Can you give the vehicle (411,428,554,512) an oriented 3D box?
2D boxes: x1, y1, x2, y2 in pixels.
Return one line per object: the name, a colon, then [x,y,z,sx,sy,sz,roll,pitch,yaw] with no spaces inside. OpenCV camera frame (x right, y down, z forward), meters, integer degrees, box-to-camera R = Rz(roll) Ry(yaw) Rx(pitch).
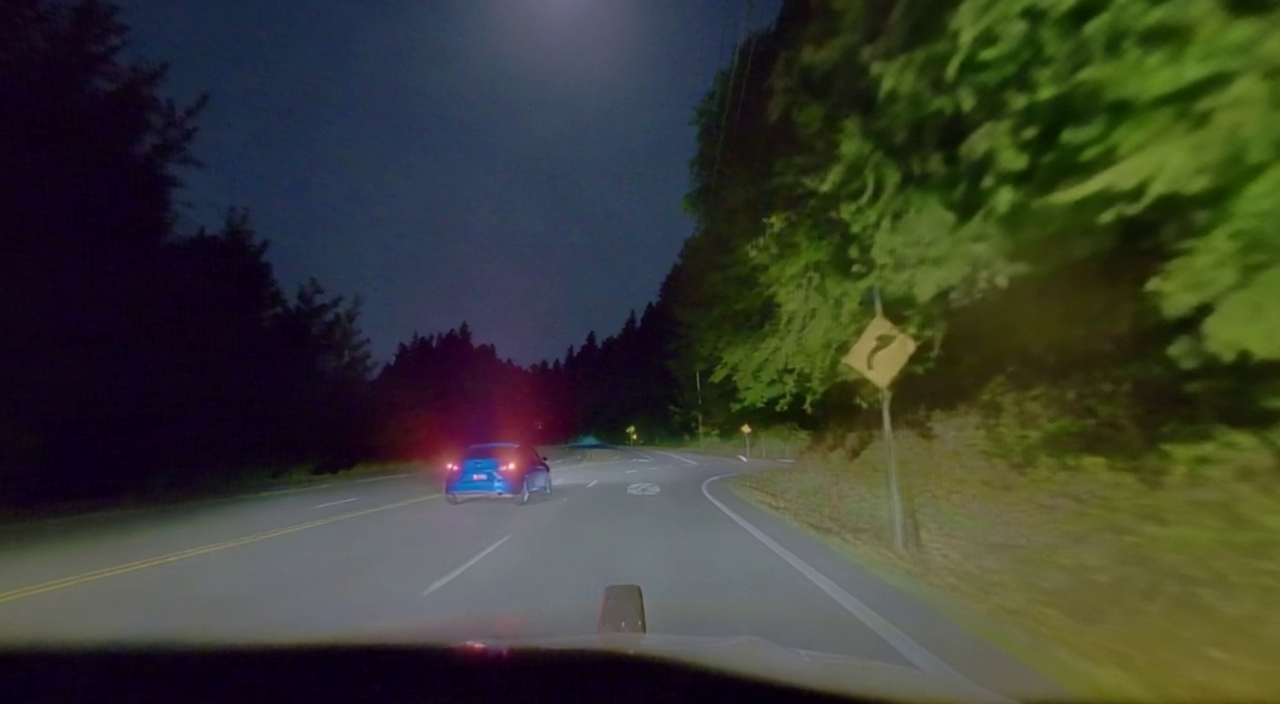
vehicle: [-3.349,2.630,14.344,2.078,1.607,3.959,-1,-9,2]
